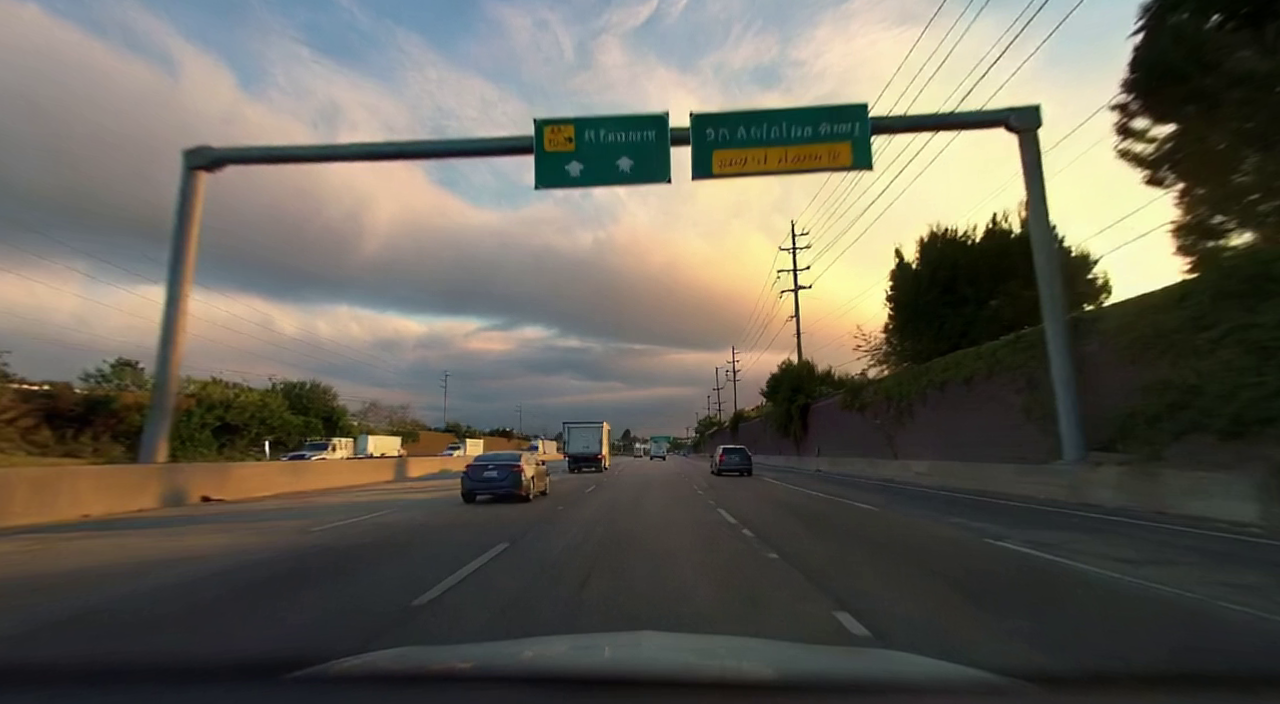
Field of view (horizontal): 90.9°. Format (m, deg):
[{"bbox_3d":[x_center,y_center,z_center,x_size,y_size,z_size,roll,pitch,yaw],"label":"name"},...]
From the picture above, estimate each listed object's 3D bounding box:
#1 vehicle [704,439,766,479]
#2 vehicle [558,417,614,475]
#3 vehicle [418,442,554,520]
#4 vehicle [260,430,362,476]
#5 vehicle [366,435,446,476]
[{"bbox_3d":[4.565,5.209,31.033,2.214,1.799,4.627,0,-9,-1],"label":"vehicle"},{"bbox_3d":[-3.086,5.640,37.879,2.632,3.153,6.879,0,-9,1],"label":"vehicle"},{"bbox_3d":[-3.289,2.839,14.375,2.004,1.498,4.043,0,-9,1],"label":"vehicle"},{"bbox_3d":[-19.251,5.982,37.416,2.216,2.481,6.712,0,-9,2],"label":"vehicle"},{"bbox_3d":[-15.046,6.675,41.015,2.430,2.421,6.683,0,-9,2],"label":"vehicle"}]
